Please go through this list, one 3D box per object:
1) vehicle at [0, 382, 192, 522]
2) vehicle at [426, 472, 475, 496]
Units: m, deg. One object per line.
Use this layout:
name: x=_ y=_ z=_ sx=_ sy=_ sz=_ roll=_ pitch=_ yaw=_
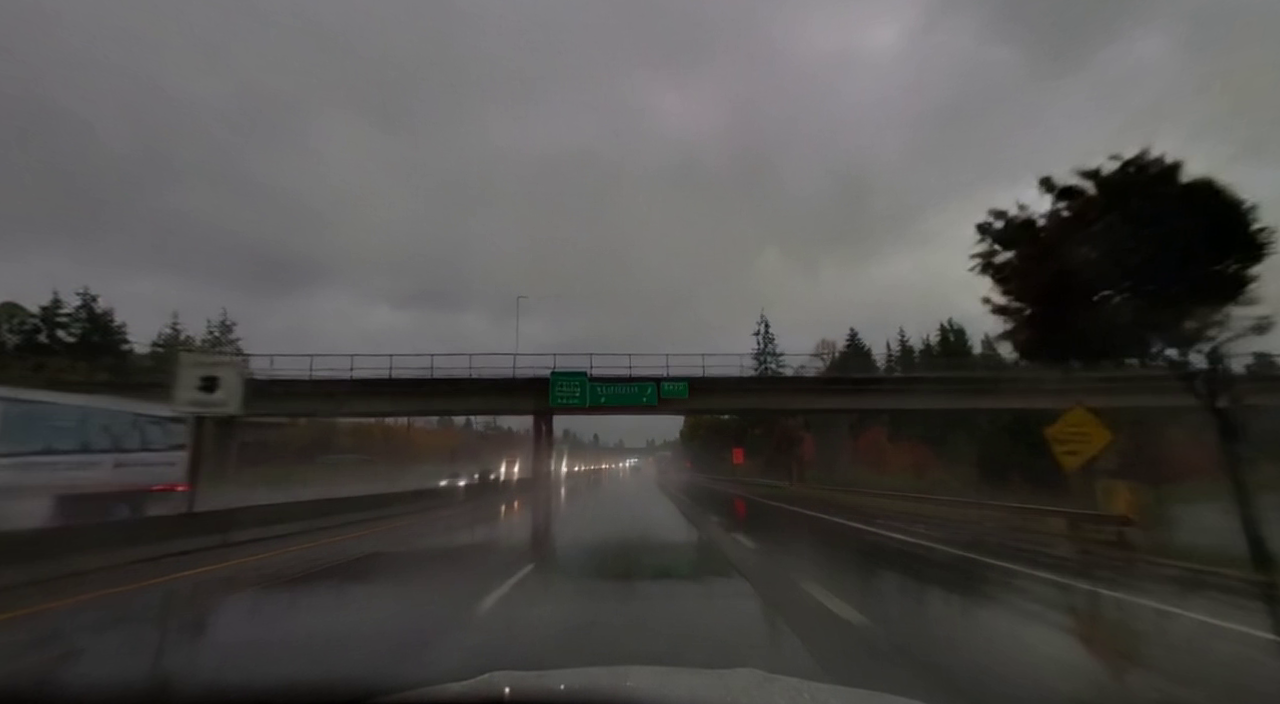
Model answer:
vehicle: x=-20.482 y=3.070 z=19.375 sx=2.856 sy=4.088 sz=14.105 roll=1 pitch=-10 yaw=1
vehicle: x=-12.360 y=8.616 z=41.391 sx=1.892 sy=1.440 sz=4.385 roll=1 pitch=-10 yaw=0
